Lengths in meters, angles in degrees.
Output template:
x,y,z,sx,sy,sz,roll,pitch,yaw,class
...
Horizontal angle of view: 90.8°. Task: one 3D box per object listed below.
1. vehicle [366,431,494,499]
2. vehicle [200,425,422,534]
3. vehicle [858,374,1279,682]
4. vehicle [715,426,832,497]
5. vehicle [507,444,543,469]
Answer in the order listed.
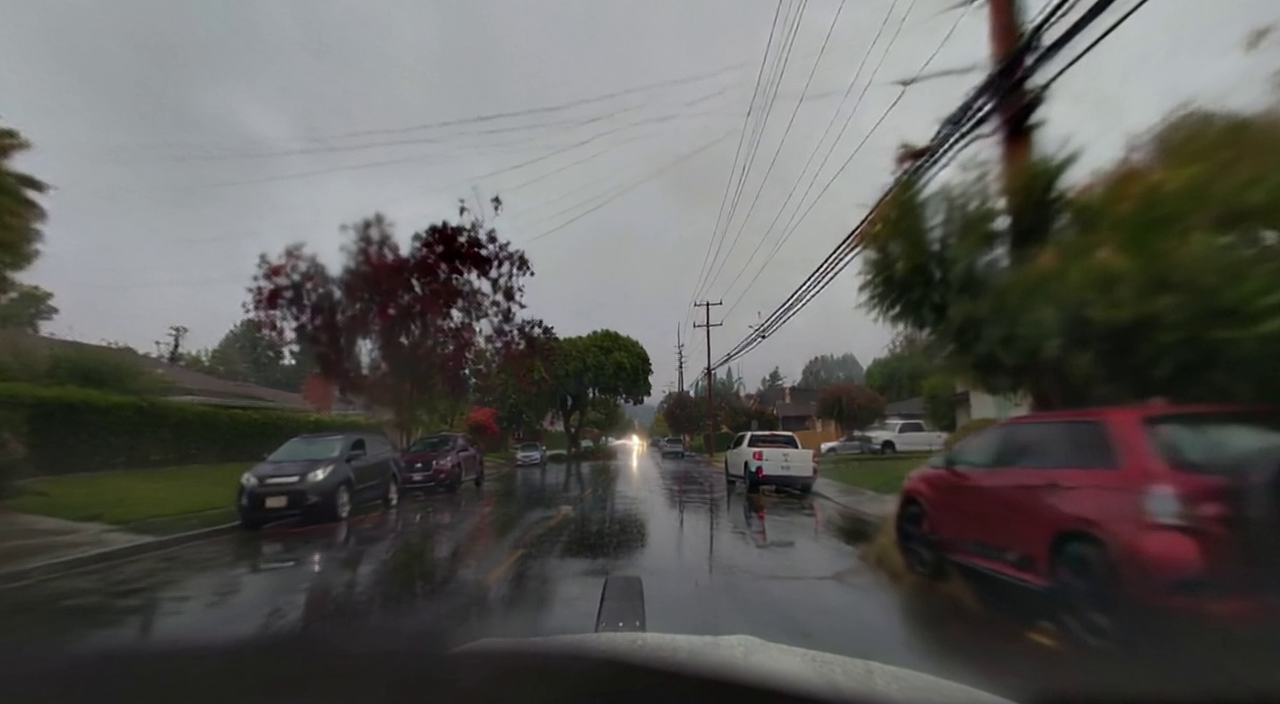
x,y,z,sx,sy,sz,roll,pitch,yaw,class
-6.261,3.450,19.683,2.158,1.817,5.230,0,-9,0,vehicle
-6.283,2.474,12.887,2.031,1.799,4.587,0,-9,0,vehicle
3.743,1.309,5.763,1.889,1.736,4.185,0,-9,-2,vehicle
3.676,3.171,18.637,2.178,1.757,5.495,0,-9,-1,vehicle
-7.105,6.501,39.393,1.997,1.456,4.319,1,-9,-8,vehicle
